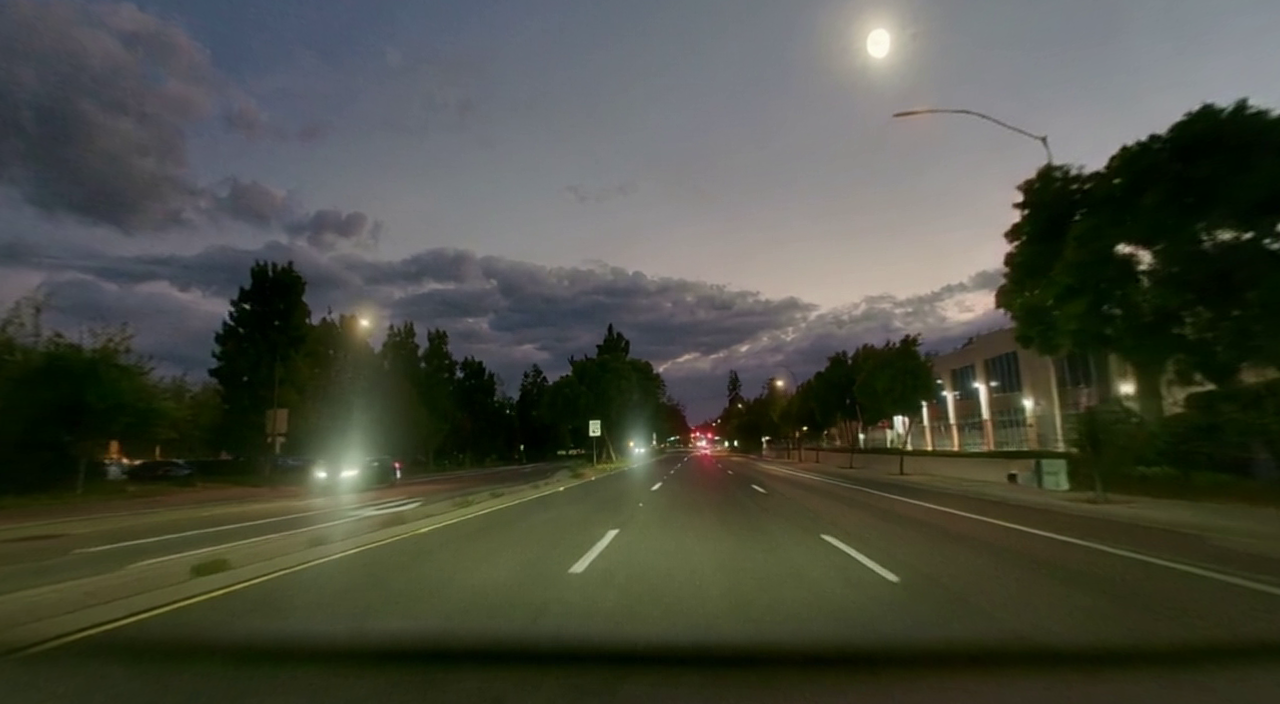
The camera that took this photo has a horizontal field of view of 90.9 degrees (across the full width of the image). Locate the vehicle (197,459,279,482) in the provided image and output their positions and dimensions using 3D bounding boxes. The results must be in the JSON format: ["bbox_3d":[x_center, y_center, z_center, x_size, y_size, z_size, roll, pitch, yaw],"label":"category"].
[{"bbox_3d":[-27.238,8.063,42.819,4.380,1.461,1.754,-1,-8,4],"label":"vehicle"}]

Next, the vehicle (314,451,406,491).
[{"bbox_3d":[-13.295,5.629,30.251,1.915,1.721,4.402,-2,-8,8],"label":"vehicle"}]
